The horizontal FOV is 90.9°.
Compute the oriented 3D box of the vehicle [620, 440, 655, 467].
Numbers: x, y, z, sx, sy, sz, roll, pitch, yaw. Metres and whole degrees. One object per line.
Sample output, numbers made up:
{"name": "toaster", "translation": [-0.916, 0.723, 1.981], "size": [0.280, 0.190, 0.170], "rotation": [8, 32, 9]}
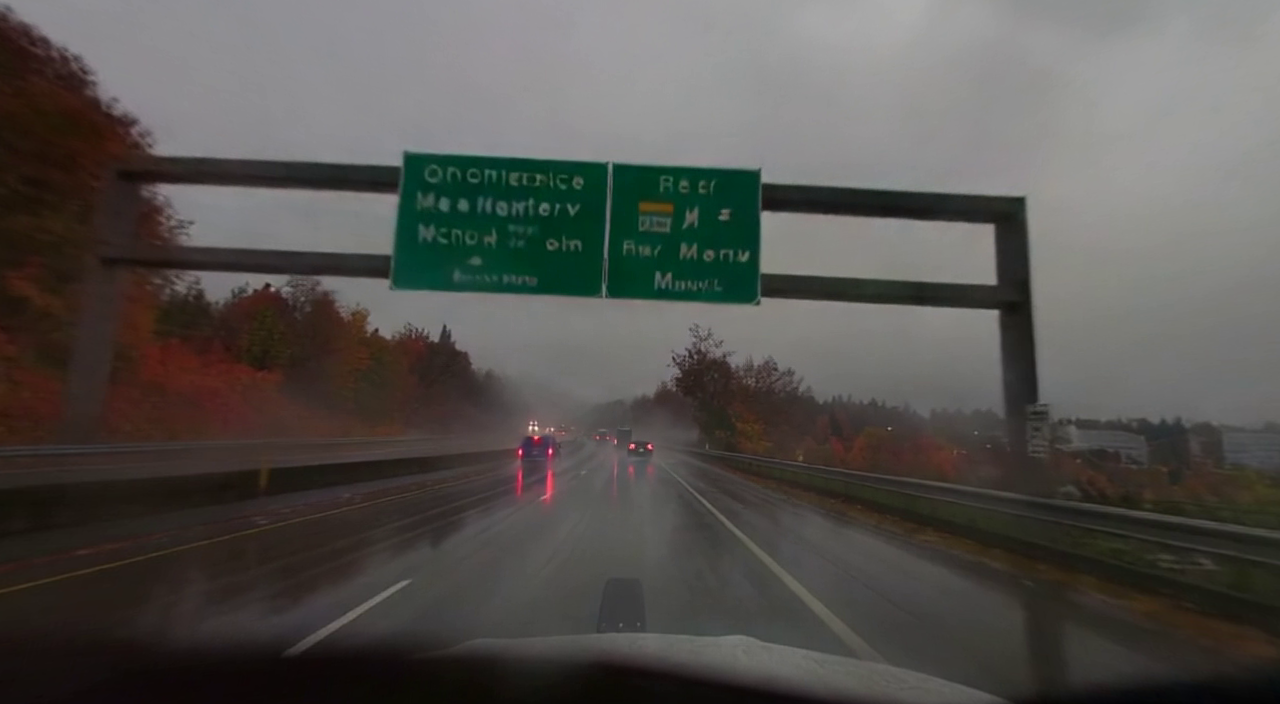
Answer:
{"name": "vehicle", "translation": [-0.205, 6.029, 37.652], "size": [1.939, 1.497, 3.863], "rotation": [0, -8, -2]}

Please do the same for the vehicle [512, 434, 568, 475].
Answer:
{"name": "vehicle", "translation": [-4.493, 4.656, 28.815], "size": [1.924, 1.720, 4.195], "rotation": [0, -8, -1]}
